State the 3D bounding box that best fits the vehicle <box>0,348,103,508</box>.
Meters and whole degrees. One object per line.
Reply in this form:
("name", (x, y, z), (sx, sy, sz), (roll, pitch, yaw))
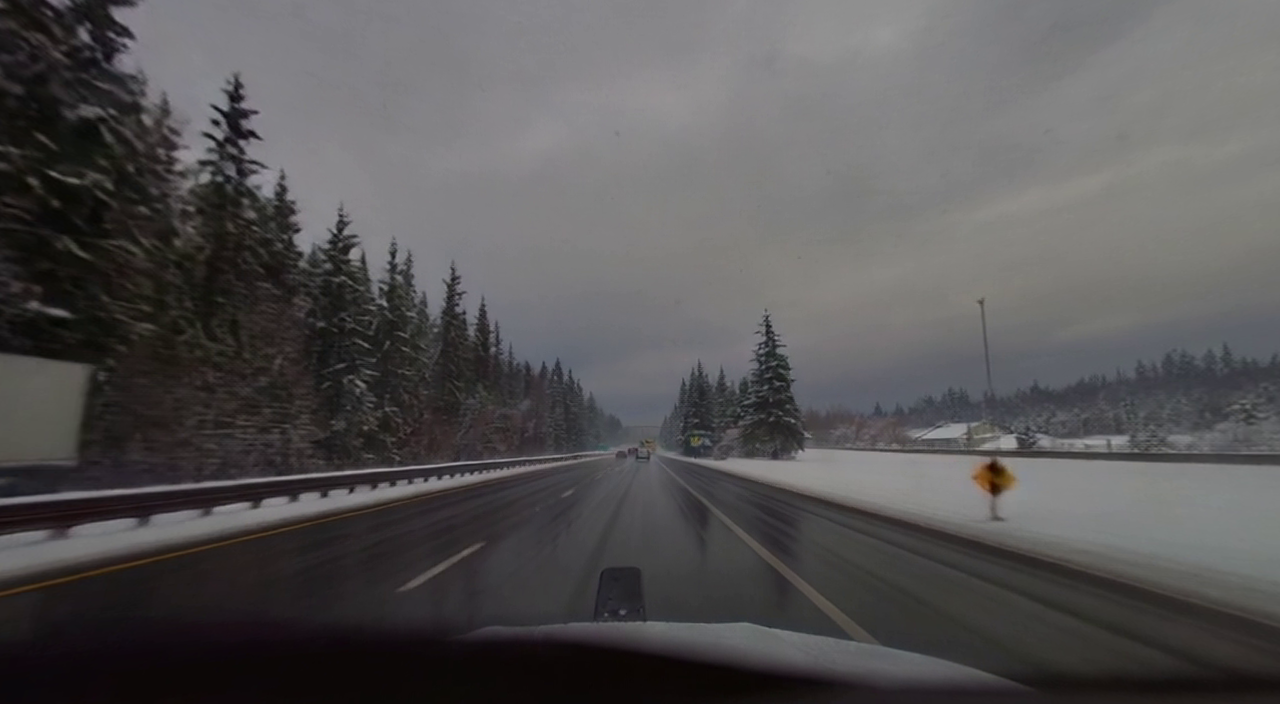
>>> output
("vehicle", (-16.519, 1.005, 9.928), (3.166, 3.694, 14.817), (0, -9, 0))
